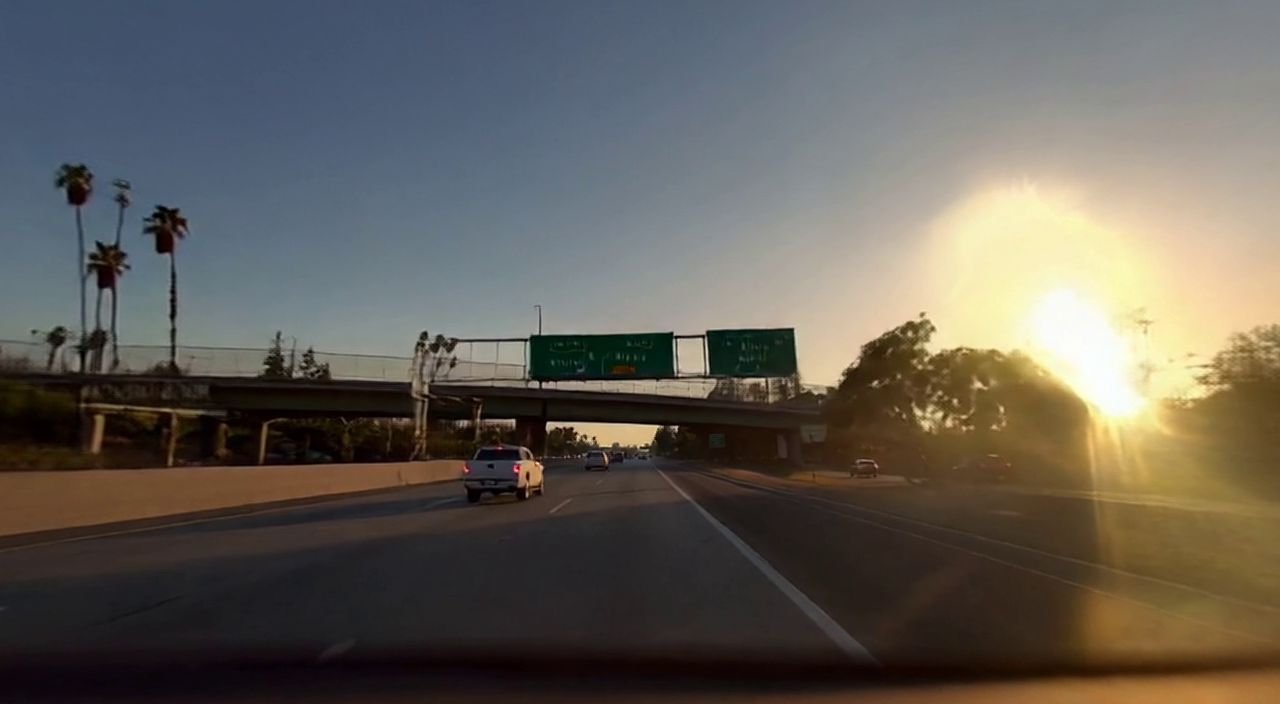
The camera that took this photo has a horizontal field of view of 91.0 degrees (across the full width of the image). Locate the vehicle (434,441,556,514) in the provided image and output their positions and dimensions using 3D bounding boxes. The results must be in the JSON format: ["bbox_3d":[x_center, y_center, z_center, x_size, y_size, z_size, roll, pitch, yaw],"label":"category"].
[{"bbox_3d":[-3.825,3.406,17.654,2.162,1.747,4.791,0,-9,1],"label":"vehicle"}]

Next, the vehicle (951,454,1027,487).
[{"bbox_3d":[21.182,7.194,38.514,2.033,1.794,5.116,-1,-9,5],"label":"vehicle"}]
